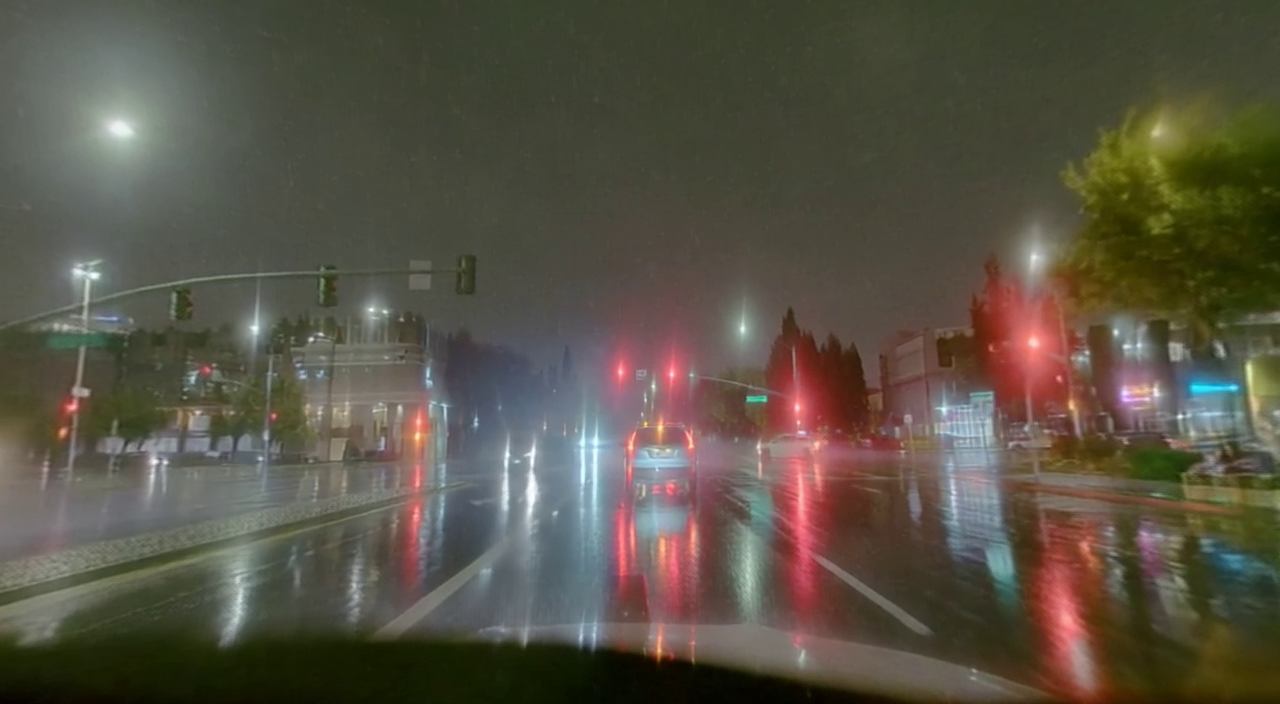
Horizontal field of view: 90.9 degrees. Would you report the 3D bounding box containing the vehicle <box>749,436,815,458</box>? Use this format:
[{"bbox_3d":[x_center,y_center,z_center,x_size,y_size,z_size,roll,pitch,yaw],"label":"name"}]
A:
[{"bbox_3d":[9.483,6.382,42.366,3.963,1.480,1.774,0,-8,-2],"label":"vehicle"}]

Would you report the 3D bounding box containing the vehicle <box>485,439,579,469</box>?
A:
[{"bbox_3d":[-5.796,5.496,34.206,4.705,1.486,2.013,8,-12,-44],"label":"vehicle"}]

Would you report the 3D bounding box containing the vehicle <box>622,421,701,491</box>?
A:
[{"bbox_3d":[0.571,2.950,18.179,1.994,1.759,4.186,0,-8,1],"label":"vehicle"}]
